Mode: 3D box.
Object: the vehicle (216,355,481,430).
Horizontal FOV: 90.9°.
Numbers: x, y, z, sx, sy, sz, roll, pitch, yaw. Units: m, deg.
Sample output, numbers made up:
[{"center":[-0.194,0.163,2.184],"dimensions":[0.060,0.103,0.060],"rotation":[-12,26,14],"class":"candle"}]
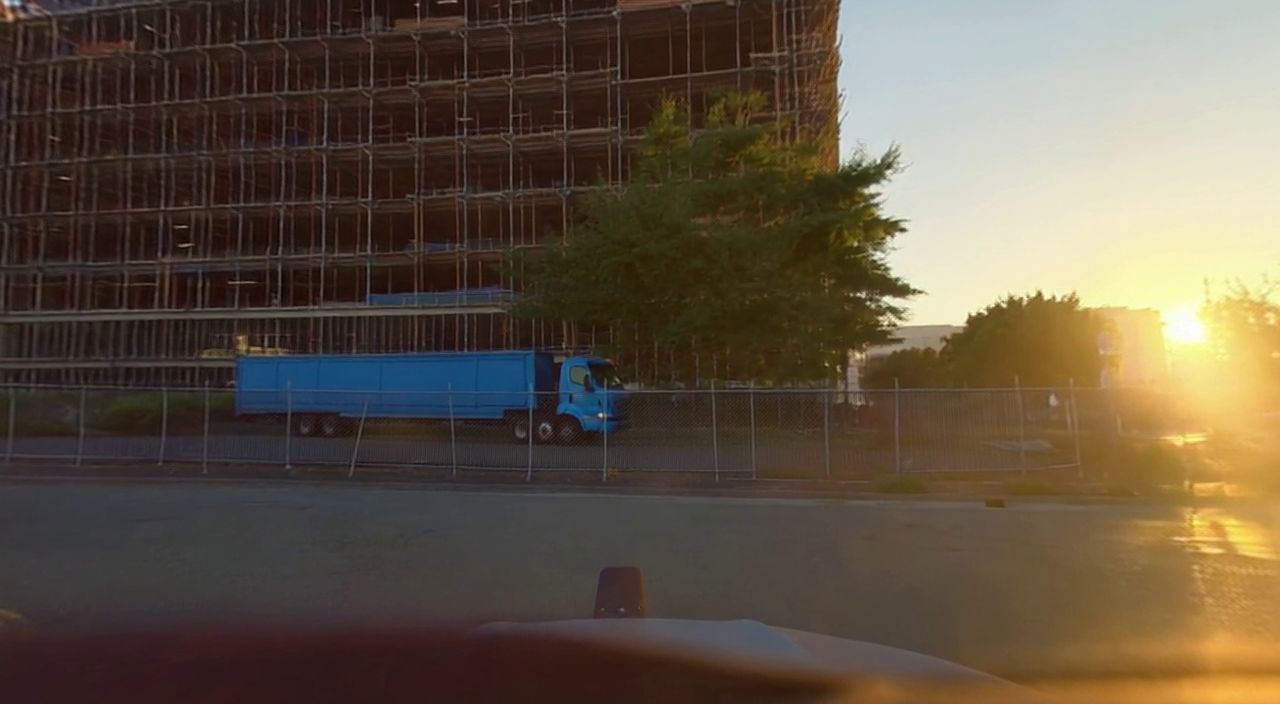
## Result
[{"center":[-17.068,2.548,38.025],"dimensions":[14.067,4.099,2.832],"rotation":[1,-8,-7],"class":"vehicle"}]
